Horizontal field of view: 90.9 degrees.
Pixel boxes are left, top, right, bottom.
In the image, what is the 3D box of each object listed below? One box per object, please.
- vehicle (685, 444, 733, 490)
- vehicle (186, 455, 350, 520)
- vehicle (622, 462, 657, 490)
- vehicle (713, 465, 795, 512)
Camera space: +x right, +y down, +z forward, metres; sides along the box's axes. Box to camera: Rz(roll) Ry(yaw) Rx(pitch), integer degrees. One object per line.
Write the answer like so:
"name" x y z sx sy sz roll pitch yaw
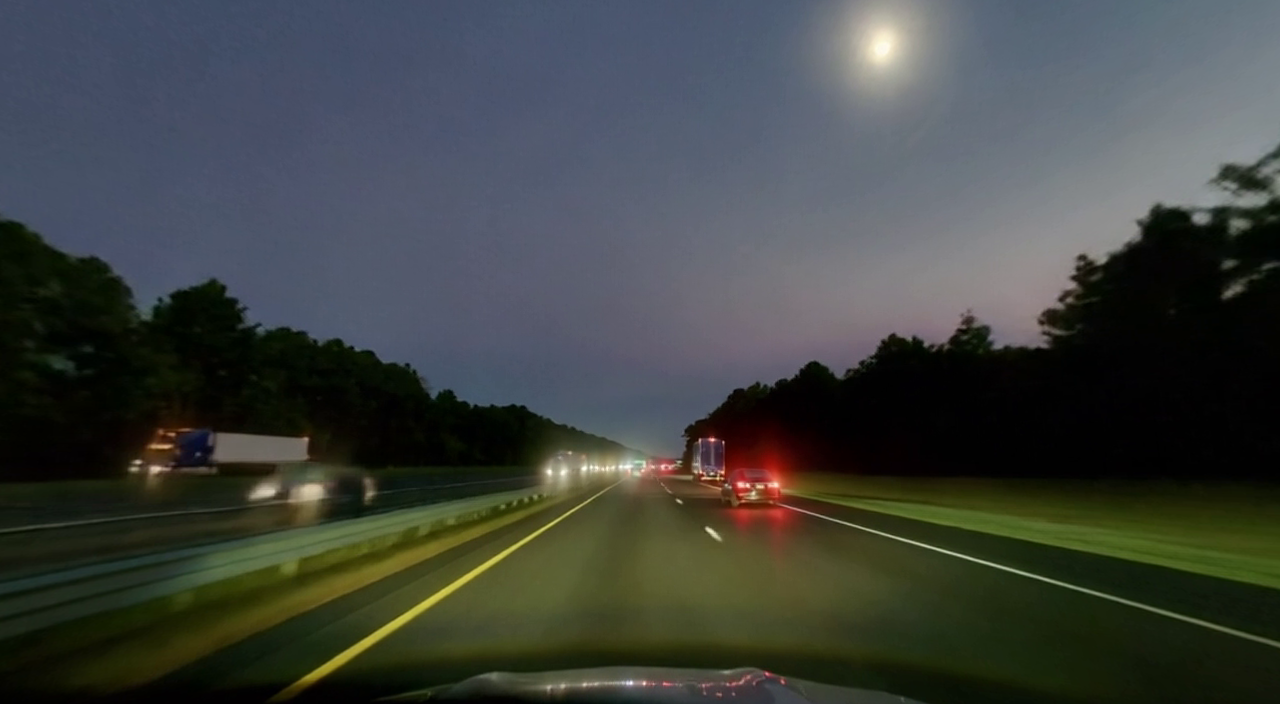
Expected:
"vehicle" 4.747 8.154 44.748 2.563 2.975 6.941 1 -10 0
"vehicle" -9.812 3.608 17.062 1.897 1.498 3.978 0 -10 1
"vehicle" -0.002 8.347 42.491 2.212 1.717 4.452 0 -10 1
"vehicle" 4.166 5.092 23.903 2.073 1.532 4.969 1 -10 -2
